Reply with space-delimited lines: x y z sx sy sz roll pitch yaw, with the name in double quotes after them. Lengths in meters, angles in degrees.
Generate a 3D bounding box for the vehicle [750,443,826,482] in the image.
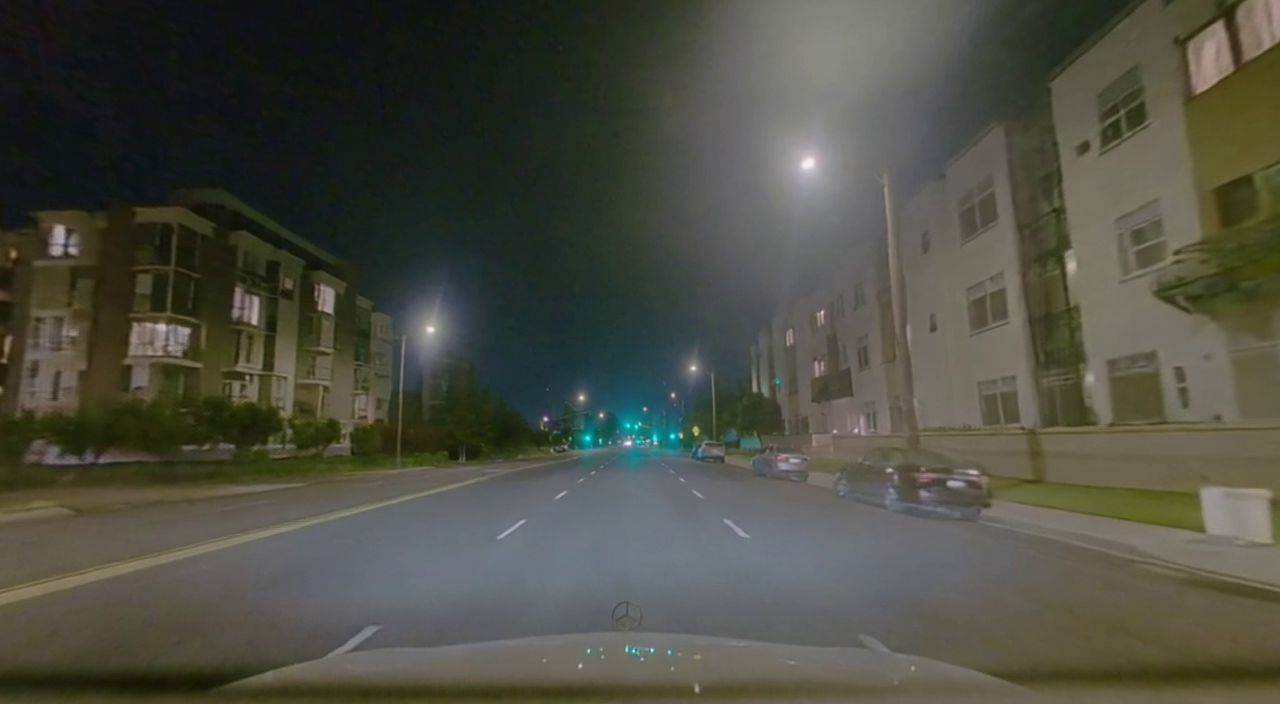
6.099 4.590 26.661 1.944 1.478 4.885 0 -8 -1 "vehicle"

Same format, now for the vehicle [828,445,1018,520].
6.154 2.864 14.587 2.013 1.408 5.011 0 -8 -1 "vehicle"
